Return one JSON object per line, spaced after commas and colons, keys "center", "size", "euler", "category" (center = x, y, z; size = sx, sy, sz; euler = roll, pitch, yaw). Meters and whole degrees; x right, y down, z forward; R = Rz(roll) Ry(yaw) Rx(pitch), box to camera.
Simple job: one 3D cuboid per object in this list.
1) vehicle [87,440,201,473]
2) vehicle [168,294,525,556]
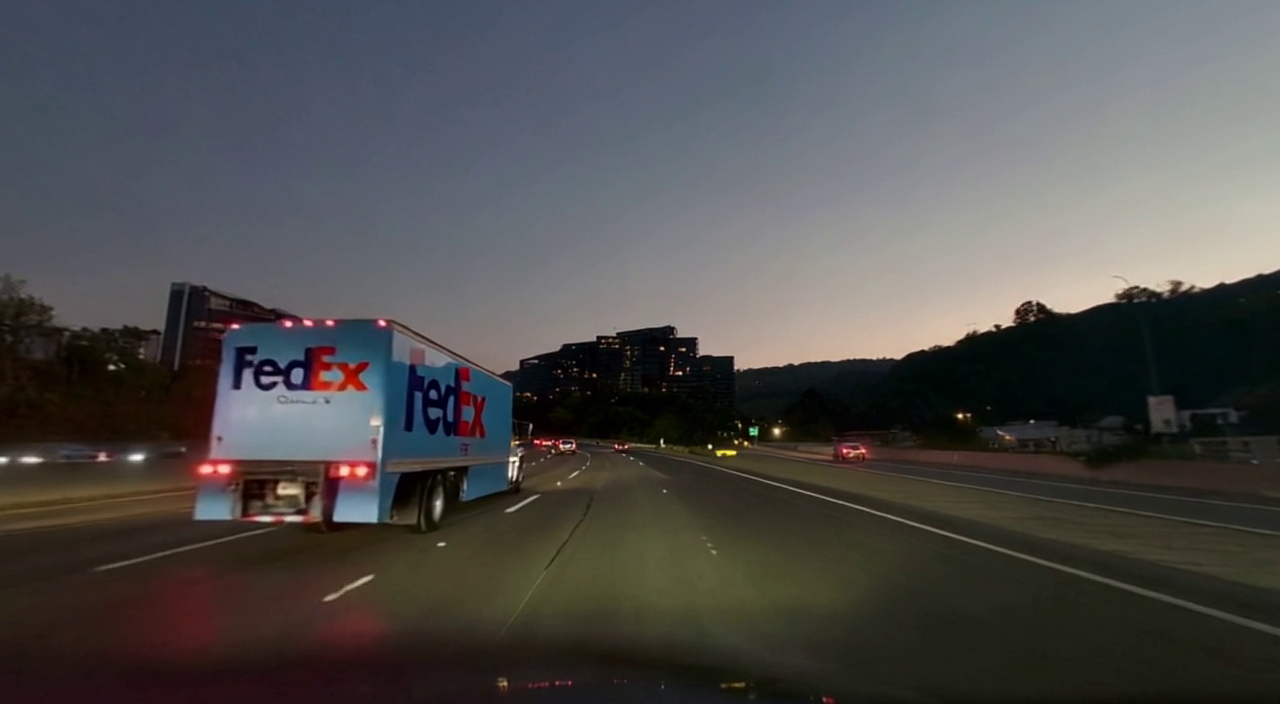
{"center": [-24.044, 5.069, 30.840], "size": [1.870, 1.466, 4.679], "euler": [0, -8, -1], "category": "vehicle"}
{"center": [-4.242, 1.400, 11.520], "size": [2.798, 3.212, 7.573], "euler": [0, -8, 0], "category": "vehicle"}
